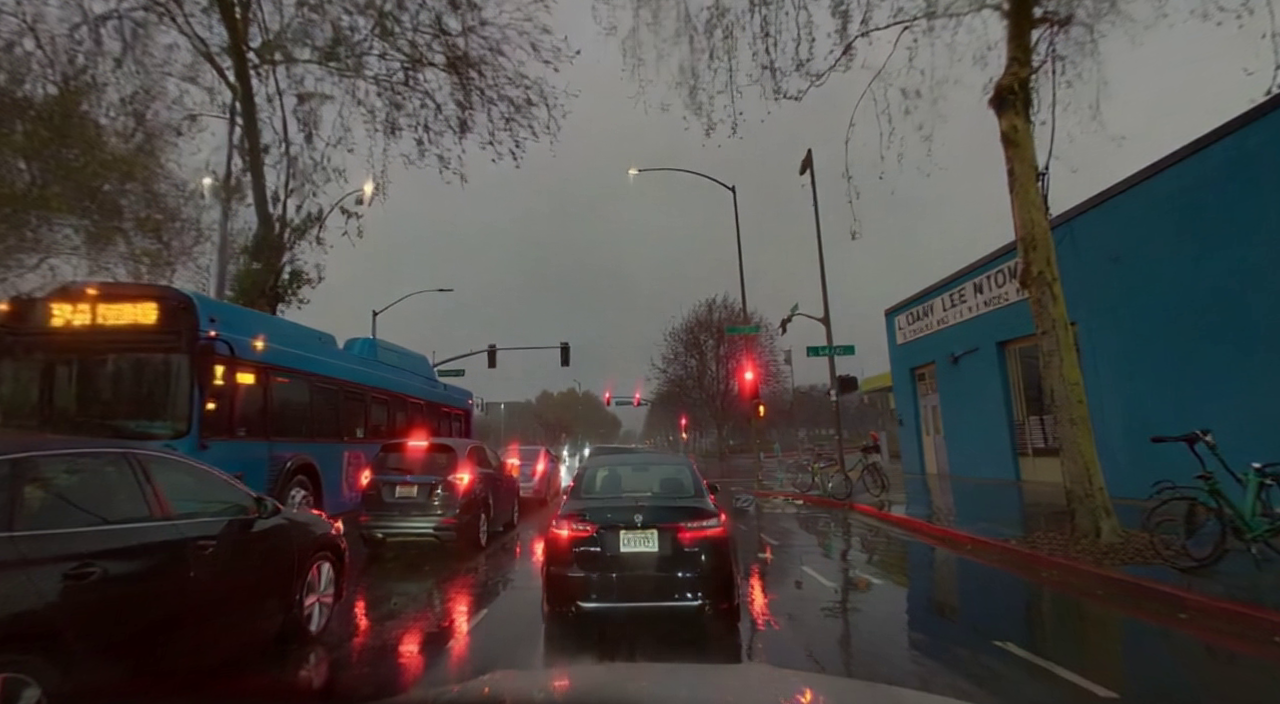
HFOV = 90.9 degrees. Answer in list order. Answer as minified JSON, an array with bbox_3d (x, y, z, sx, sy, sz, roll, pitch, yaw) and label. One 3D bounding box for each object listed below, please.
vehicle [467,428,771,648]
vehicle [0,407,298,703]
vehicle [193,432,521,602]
[{"bbox_3d":[-0.134,1.527,6.175,2.031,1.461,3.763,0,-8,0],"label":"vehicle"},{"bbox_3d":[-3.170,0.873,1.713,1.867,1.486,4.452,0,-8,2],"label":"vehicle"},{"bbox_3d":[-2.924,1.784,7.827,1.944,1.481,4.385,0,-8,1],"label":"vehicle"}]
